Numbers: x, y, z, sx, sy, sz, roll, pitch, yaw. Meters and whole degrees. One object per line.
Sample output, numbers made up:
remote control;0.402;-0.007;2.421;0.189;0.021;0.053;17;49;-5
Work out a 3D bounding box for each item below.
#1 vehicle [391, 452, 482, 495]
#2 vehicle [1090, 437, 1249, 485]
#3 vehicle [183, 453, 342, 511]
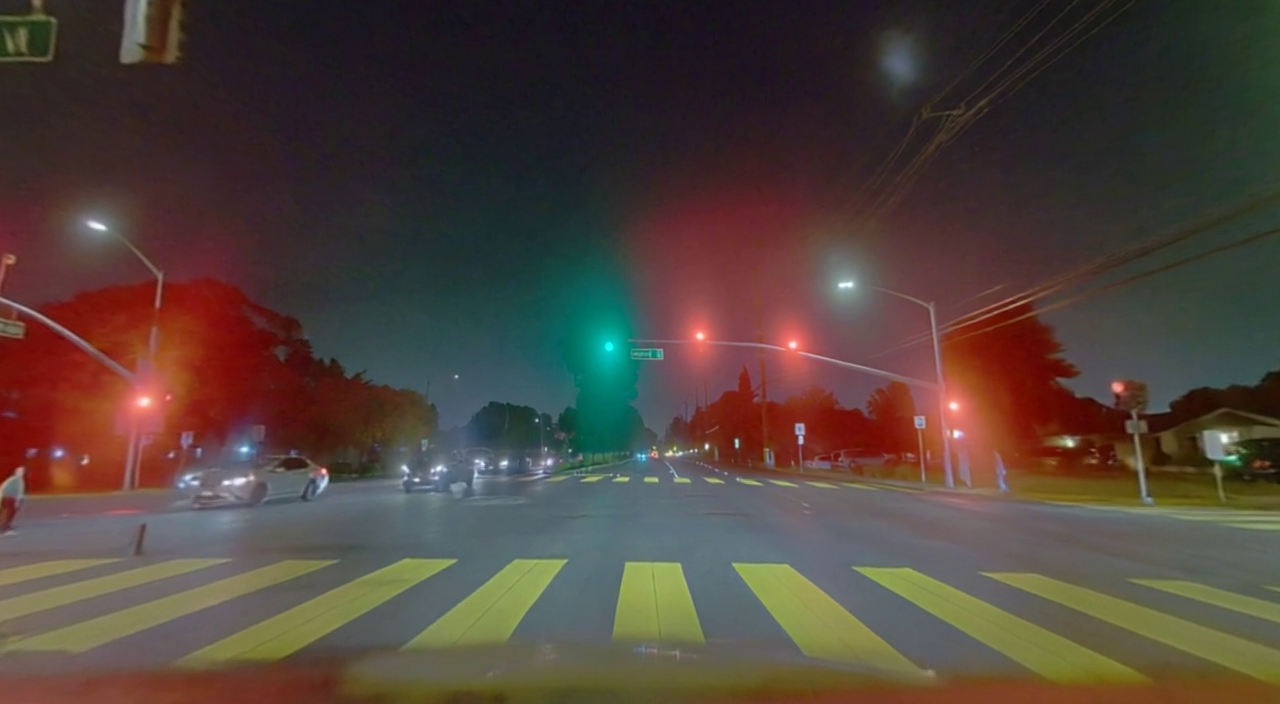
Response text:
vehicle;-7.689;4.627;24.331;1.958;1.415;4.312;0;-8;2
vehicle;25.392;5.211;30.567;2.177;2.086;5.514;2;-9;-14
vehicle;-10.942;3.764;18.707;2.007;1.451;4.242;0;-8;1
